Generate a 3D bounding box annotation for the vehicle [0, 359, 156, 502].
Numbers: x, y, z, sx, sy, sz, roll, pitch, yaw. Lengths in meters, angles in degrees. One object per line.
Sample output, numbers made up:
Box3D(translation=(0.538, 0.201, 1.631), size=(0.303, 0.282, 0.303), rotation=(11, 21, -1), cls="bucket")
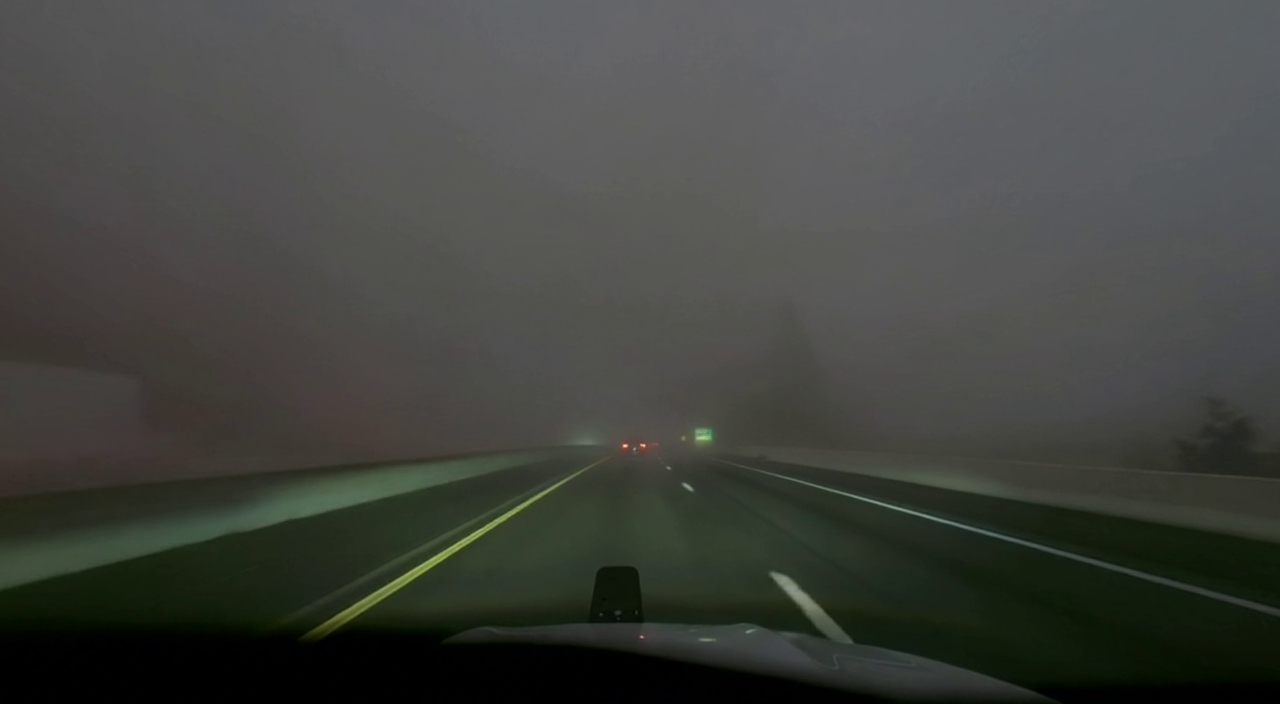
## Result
Box3D(translation=(-19.964, 2.046, 16.620), size=(2.973, 4.079, 14.336), rotation=(0, -8, 0), cls="vehicle")
